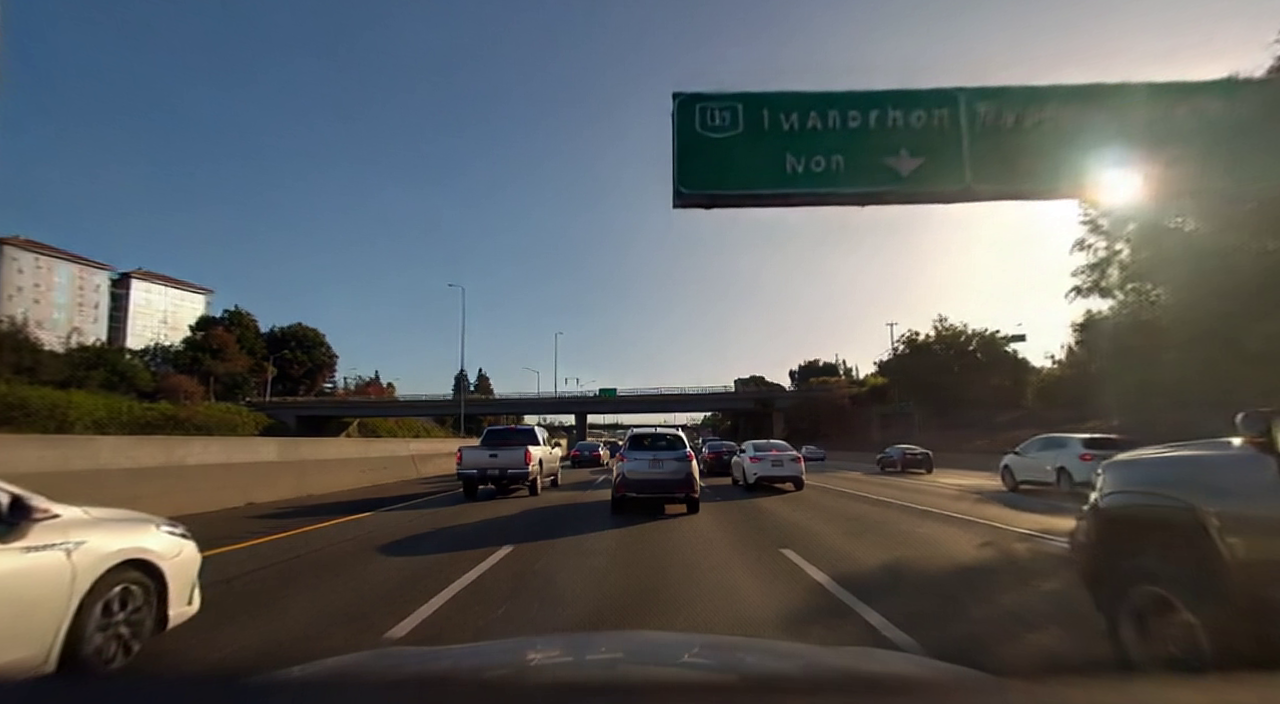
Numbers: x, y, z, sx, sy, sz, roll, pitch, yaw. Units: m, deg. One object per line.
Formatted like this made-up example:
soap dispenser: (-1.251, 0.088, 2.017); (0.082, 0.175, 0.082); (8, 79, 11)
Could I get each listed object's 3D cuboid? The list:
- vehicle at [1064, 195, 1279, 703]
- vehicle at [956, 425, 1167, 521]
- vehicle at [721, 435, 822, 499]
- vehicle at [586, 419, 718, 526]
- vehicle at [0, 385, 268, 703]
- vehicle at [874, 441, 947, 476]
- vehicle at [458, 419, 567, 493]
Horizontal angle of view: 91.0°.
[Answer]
vehicle: (3.551, 0.306, 0.810); (2.300, 2.242, 5.327); (0, -9, 1)
vehicle: (9.109, 2.633, 14.165); (1.977, 1.795, 4.208); (0, -9, 4)
vehicle: (3.723, 3.360, 18.764); (2.022, 1.633, 4.651); (0, -9, 0)
vehicle: (0.237, 2.328, 12.633); (2.181, 1.756, 4.167); (0, -9, 1)
vehicle: (-3.705, 0.837, 2.053); (2.014, 1.579, 4.761); (0, -9, 1)
vehicle: (14.445, 5.694, 33.948); (2.085, 1.754, 4.466); (0, -9, 2)
vehicle: (-3.994, 3.434, 21.092); (2.212, 2.101, 6.052); (0, -9, 1)
